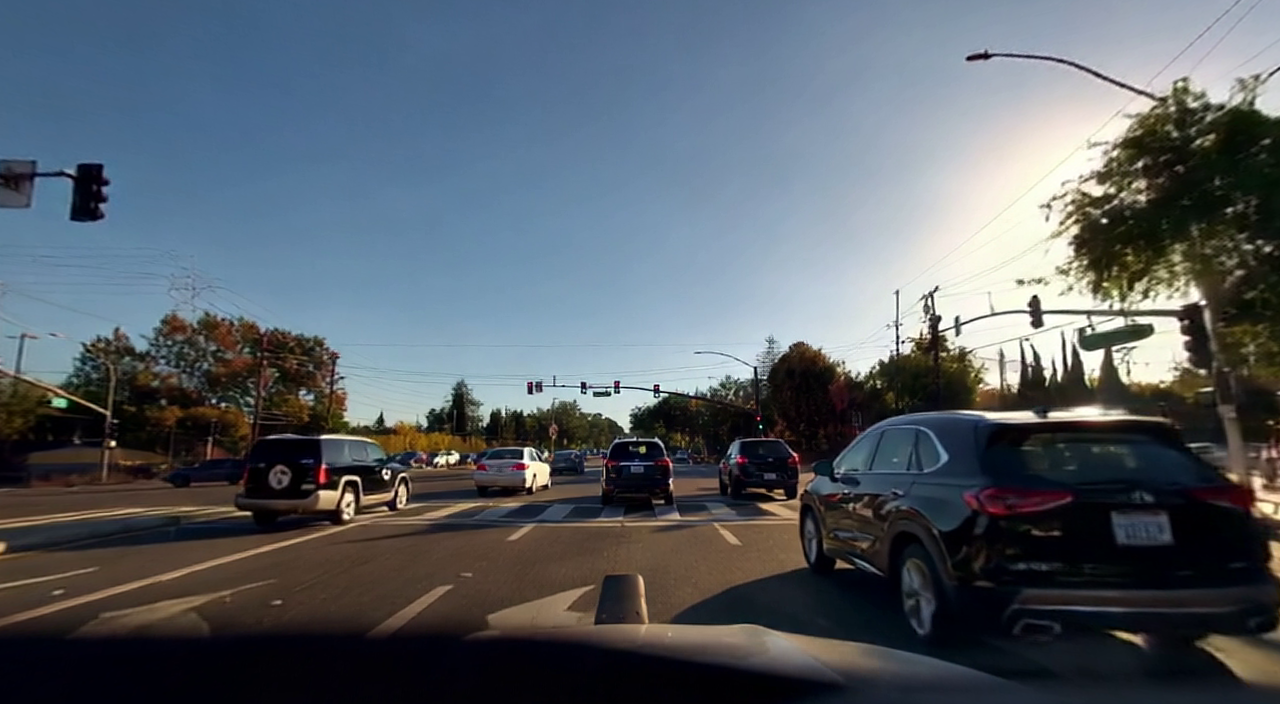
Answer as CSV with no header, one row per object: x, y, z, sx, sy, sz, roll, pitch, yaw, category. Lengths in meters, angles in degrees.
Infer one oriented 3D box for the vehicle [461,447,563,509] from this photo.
-3.355,3.387,17.496,1.881,1.466,4.484,0,-9,0,vehicle

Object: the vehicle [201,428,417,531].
-6.703,2.615,13.580,2.116,1.812,4.609,0,-9,0,vehicle

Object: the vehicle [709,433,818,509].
3.199,3.175,17.365,1.999,1.789,4.583,0,-9,-1,vehicle

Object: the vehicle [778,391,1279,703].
2.781,1.374,5.672,2.034,1.655,4.465,0,-9,0,vehicle

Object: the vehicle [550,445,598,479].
-3.389,5.730,33.225,1.939,1.652,4.268,0,-9,2,vehicle

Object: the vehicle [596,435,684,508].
0.001,3.172,17.188,2.111,1.712,4.078,0,-9,0,vehicle
